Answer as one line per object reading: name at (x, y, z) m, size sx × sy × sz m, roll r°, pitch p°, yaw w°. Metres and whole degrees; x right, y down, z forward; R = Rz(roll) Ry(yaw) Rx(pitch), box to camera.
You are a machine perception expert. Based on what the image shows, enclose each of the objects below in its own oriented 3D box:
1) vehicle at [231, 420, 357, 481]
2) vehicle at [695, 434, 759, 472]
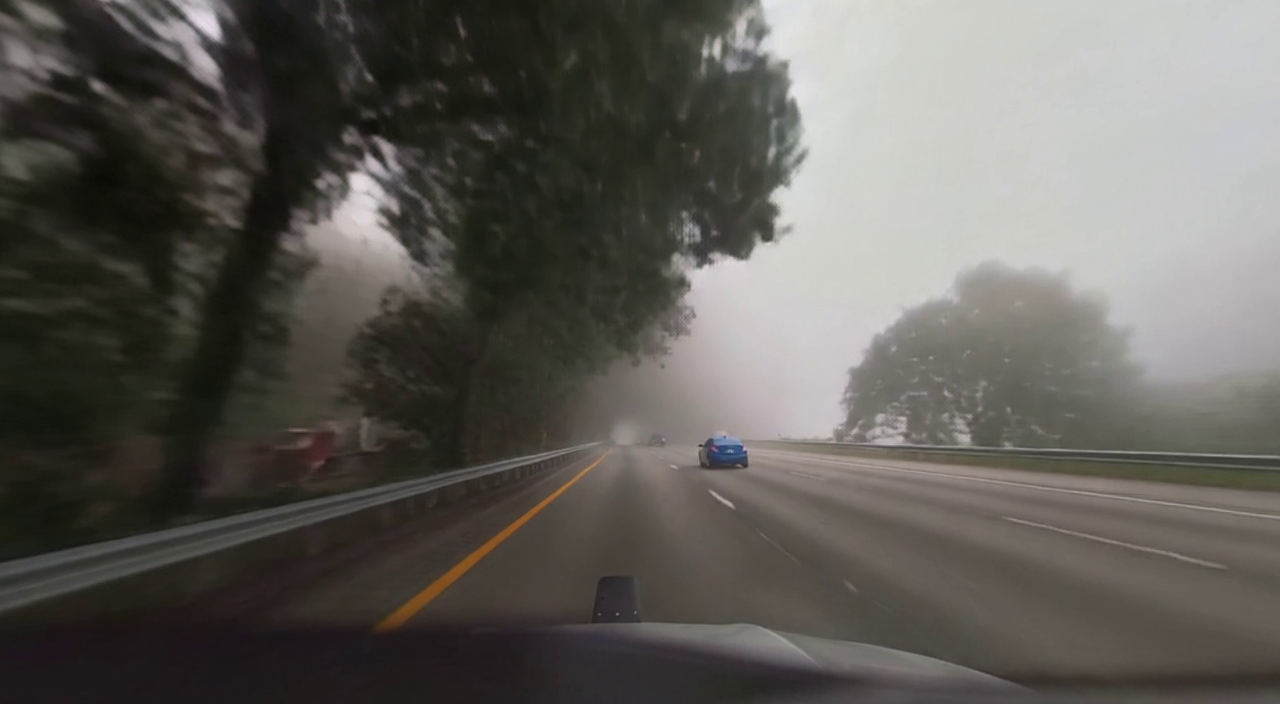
vehicle at (-17.182, 4.905, 31.845) m, size 2.901 × 2.760 × 6.043 m, roll 0°, pitch -8°, yaw 0°
vehicle at (3.656, 4.312, 27.336) m, size 2.017 × 1.502 × 4.369 m, roll 0°, pitch -8°, yaw -2°
